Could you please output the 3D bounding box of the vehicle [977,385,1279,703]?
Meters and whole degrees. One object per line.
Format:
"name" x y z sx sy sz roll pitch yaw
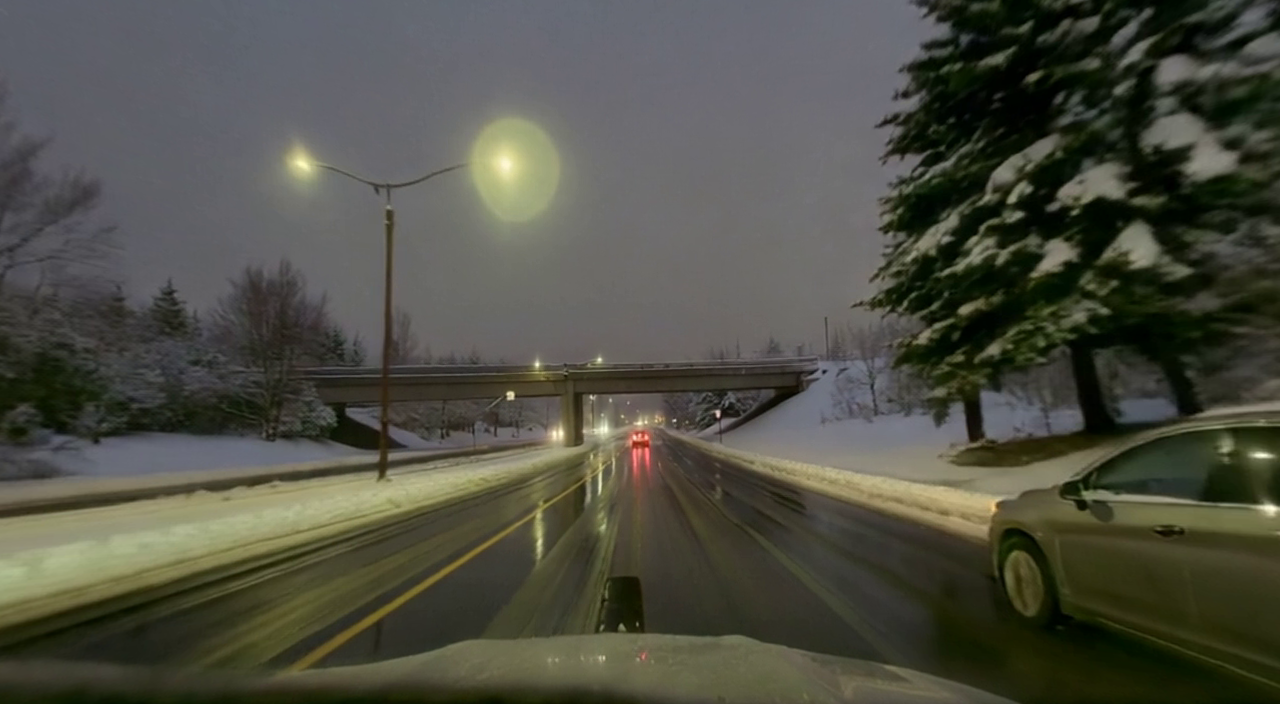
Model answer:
"vehicle" 3.623 0.907 2.548 2.063 1.542 4.420 0 -9 0
